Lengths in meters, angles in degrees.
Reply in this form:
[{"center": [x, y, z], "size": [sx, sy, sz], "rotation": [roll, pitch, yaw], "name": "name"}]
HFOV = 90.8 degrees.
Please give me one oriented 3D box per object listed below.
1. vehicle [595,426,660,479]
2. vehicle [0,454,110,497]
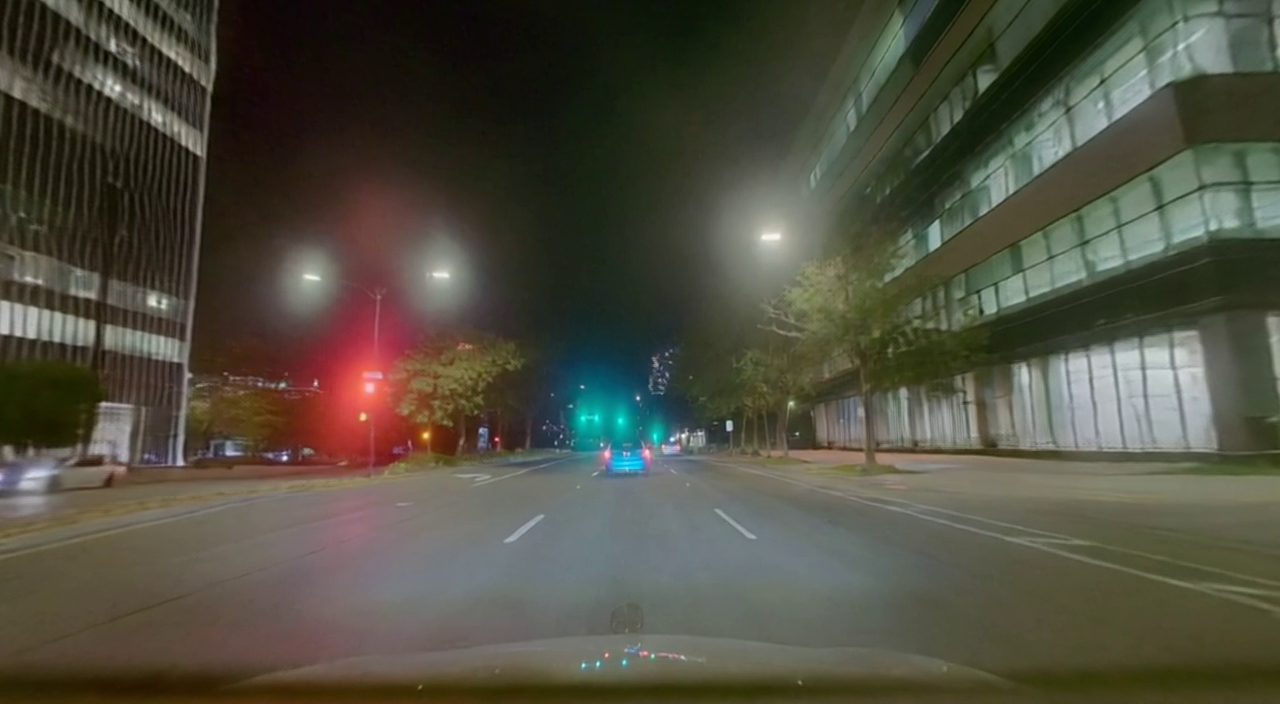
[{"center": [-0.471, 3.889, 24.563], "size": [2.313, 1.860, 4.319], "rotation": [0, -8, -1], "name": "vehicle"}, {"center": [-23.589, 4.788, 24.811], "size": [1.867, 1.469, 4.243], "rotation": [0, -8, 0], "name": "vehicle"}]
